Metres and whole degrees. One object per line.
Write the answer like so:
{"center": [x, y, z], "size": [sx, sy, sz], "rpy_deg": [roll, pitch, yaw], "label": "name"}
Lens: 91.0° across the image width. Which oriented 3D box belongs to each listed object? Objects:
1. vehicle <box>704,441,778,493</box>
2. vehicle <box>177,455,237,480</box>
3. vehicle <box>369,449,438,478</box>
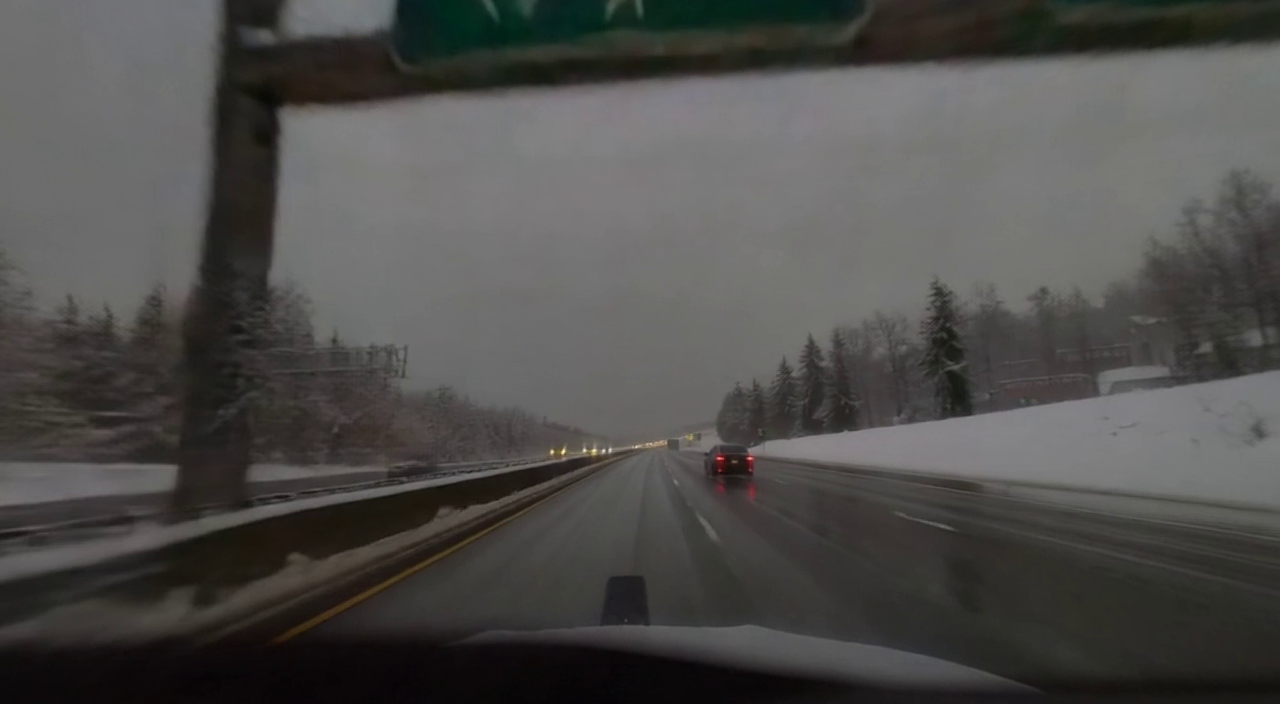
{"center": [3.020, 3.482, 19.471], "size": [1.683, 1.400, 3.868], "rpy_deg": [0, -8, 1], "label": "vehicle"}
{"center": [-32.160, 8.556, 46.886], "size": [1.813, 1.622, 4.130], "rpy_deg": [1, -8, -6], "label": "vehicle"}
{"center": [-12.795, 6.017, 34.303], "size": [1.857, 1.404, 4.629], "rpy_deg": [0, -8, 2], "label": "vehicle"}
